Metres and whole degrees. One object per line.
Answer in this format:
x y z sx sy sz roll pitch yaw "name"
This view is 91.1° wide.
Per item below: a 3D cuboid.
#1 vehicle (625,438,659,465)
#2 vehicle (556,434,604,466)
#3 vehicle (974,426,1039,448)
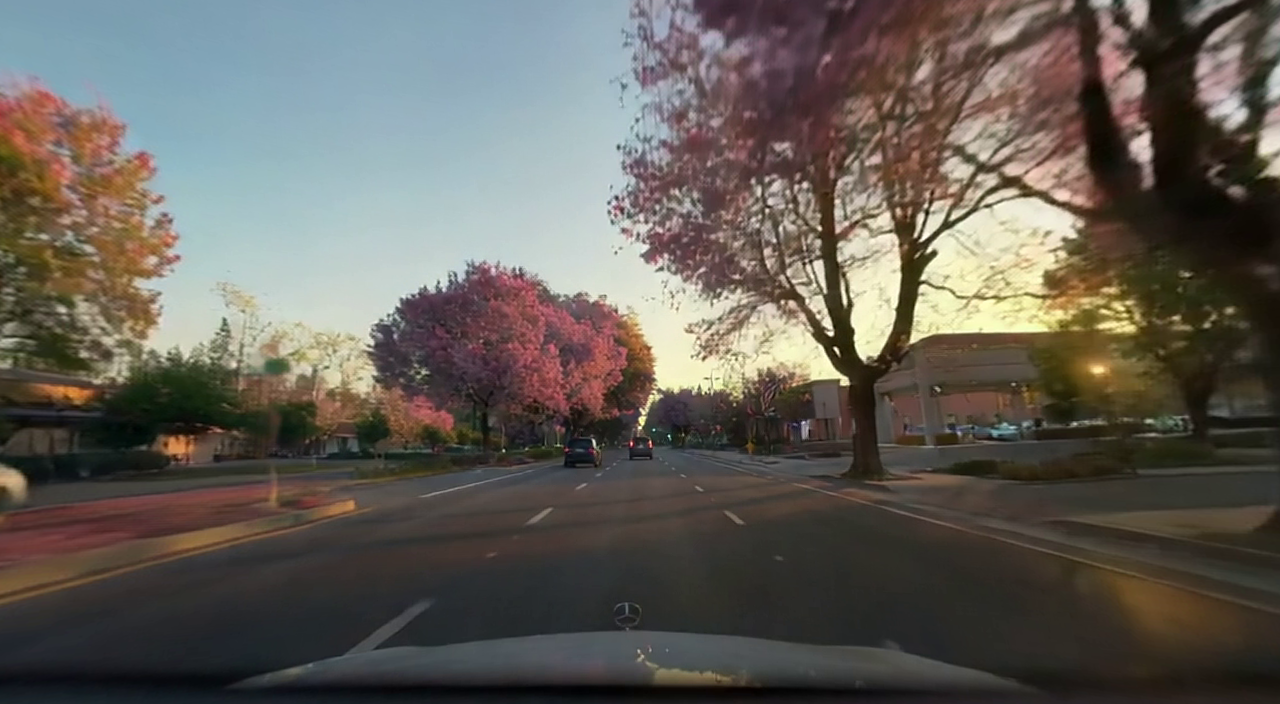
0.104 6.473 41.052 2.149 1.701 4.379 0 -8 -1 "vehicle"
-3.647 6.065 38.930 2.453 1.844 4.751 0 -8 1 "vehicle"
25.430 5.908 43.702 1.728 1.443 4.505 1 -8 -1 "vehicle"
